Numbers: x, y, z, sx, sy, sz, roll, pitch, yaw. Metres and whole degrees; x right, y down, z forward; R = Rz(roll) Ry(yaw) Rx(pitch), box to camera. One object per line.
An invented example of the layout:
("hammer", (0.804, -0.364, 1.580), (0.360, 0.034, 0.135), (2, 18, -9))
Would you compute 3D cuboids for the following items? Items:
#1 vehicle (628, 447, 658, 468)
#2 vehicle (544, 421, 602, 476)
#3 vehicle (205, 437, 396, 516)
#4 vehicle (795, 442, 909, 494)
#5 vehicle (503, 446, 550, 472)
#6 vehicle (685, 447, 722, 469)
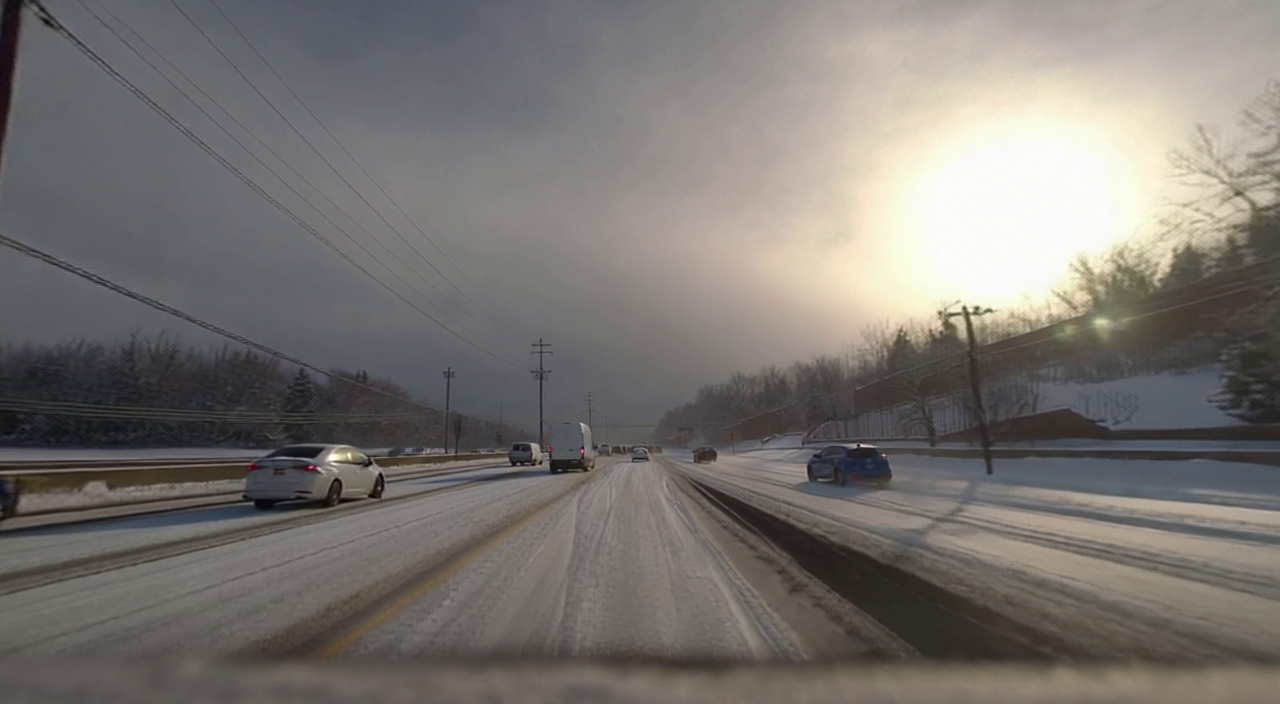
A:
("vehicle", (0.158, 7.728, 46.305), (2.084, 1.492, 4.137), (0, -9, -1))
("vehicle", (-3.441, 5.157, 33.749), (2.395, 2.660, 5.827), (0, -9, 1))
("vehicle", (-7.565, 2.801, 14.673), (1.967, 1.525, 4.458), (0, -9, 0))
("vehicle", (6.702, 3.694, 20.466), (2.052, 1.470, 4.364), (0, -9, -2))
("vehicle", (-6.868, 6.526, 38.534), (1.944, 1.490, 4.442), (0, -9, 1))
("vehicle", (4.607, 7.720, 46.151), (2.095, 1.504, 4.536), (0, -9, -1))
